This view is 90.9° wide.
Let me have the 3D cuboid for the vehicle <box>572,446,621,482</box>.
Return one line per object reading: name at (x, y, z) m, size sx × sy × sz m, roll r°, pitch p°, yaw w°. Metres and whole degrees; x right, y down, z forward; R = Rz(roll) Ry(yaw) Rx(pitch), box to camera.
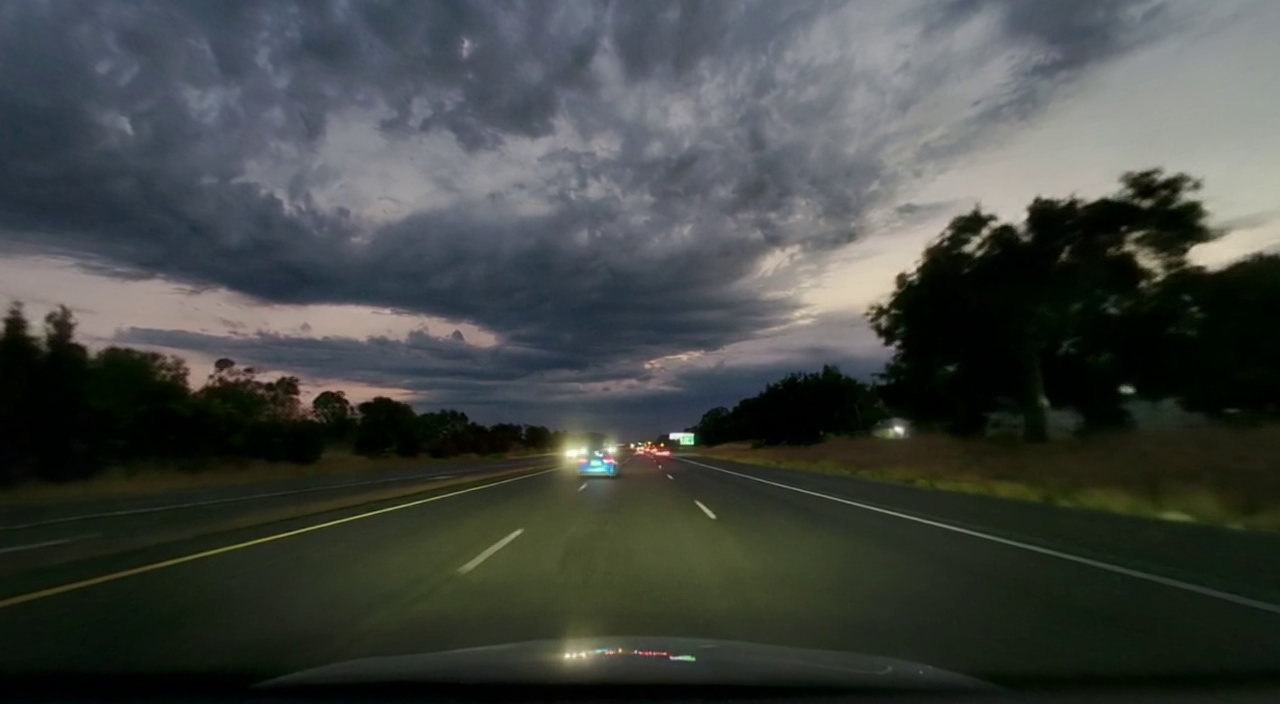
vehicle at (-1.875, 5.014, 28.468) m, size 1.916 × 1.494 × 4.335 m, roll 0°, pitch -9°, yaw 0°
